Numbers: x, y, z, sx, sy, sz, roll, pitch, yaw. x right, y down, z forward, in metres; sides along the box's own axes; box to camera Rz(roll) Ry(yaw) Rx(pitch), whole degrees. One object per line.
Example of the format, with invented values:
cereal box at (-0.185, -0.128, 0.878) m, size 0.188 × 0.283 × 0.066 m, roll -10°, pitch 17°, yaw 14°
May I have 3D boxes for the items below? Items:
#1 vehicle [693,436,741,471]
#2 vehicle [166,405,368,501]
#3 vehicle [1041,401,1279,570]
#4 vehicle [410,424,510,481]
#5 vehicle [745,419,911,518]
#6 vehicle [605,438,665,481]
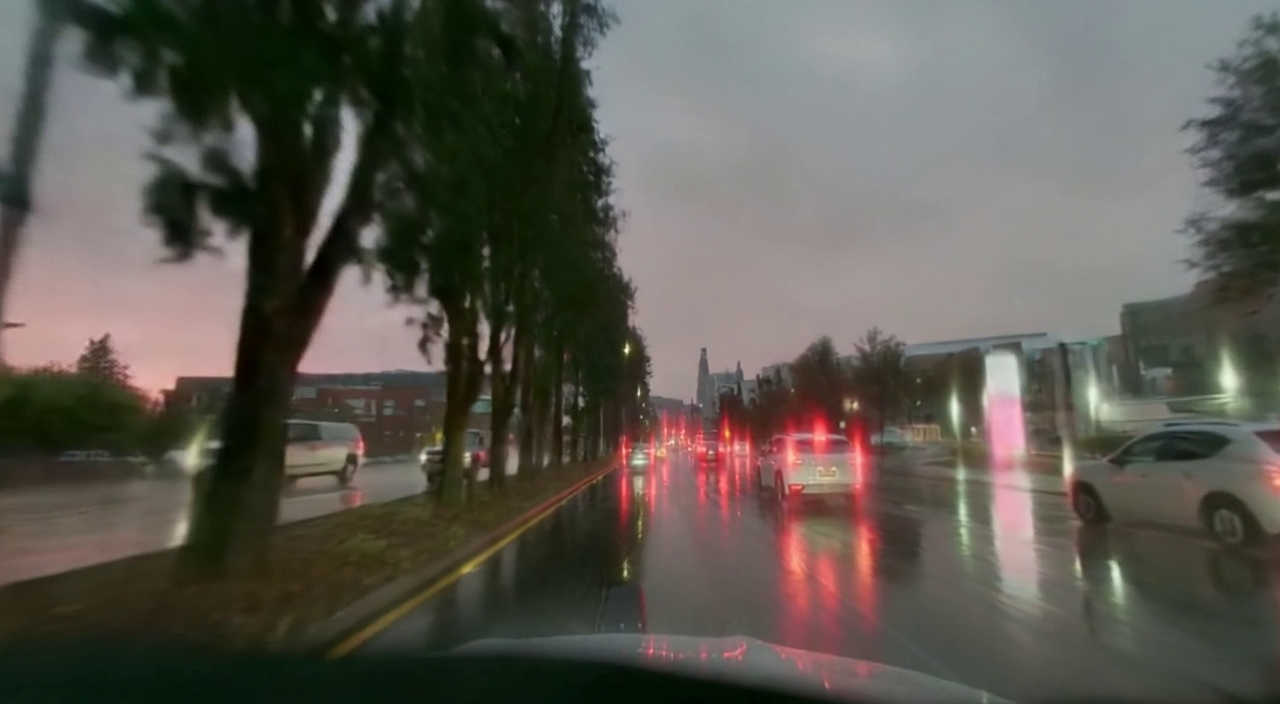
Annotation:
vehicle at (4.042, 5.419, 33.611) m, size 1.982 × 1.709 × 4.427 m, roll 0°, pitch -9°, yaw 0°
vehicle at (-11.174, 3.132, 19.587) m, size 2.585 × 2.507 × 5.743 m, roll 0°, pitch -9°, yaw 2°
vehicle at (7.587, 1.626, 8.029) m, size 2.008 × 1.714 × 4.407 m, roll 0°, pitch -9°, yaw 1°
vehicle at (-7.608, 4.360, 27.313) m, size 2.469 × 2.200 × 5.517 m, roll 0°, pitch -9°, yaw 3°
vehicle at (3.661, 2.388, 13.216) m, size 2.130 × 1.718 × 4.310 m, roll 0°, pitch -9°, yaw 0°
vehicle at (-0.138, 4.099, 24.125) m, size 2.111 × 1.506 × 4.018 m, roll 0°, pitch -9°, yaw 1°
